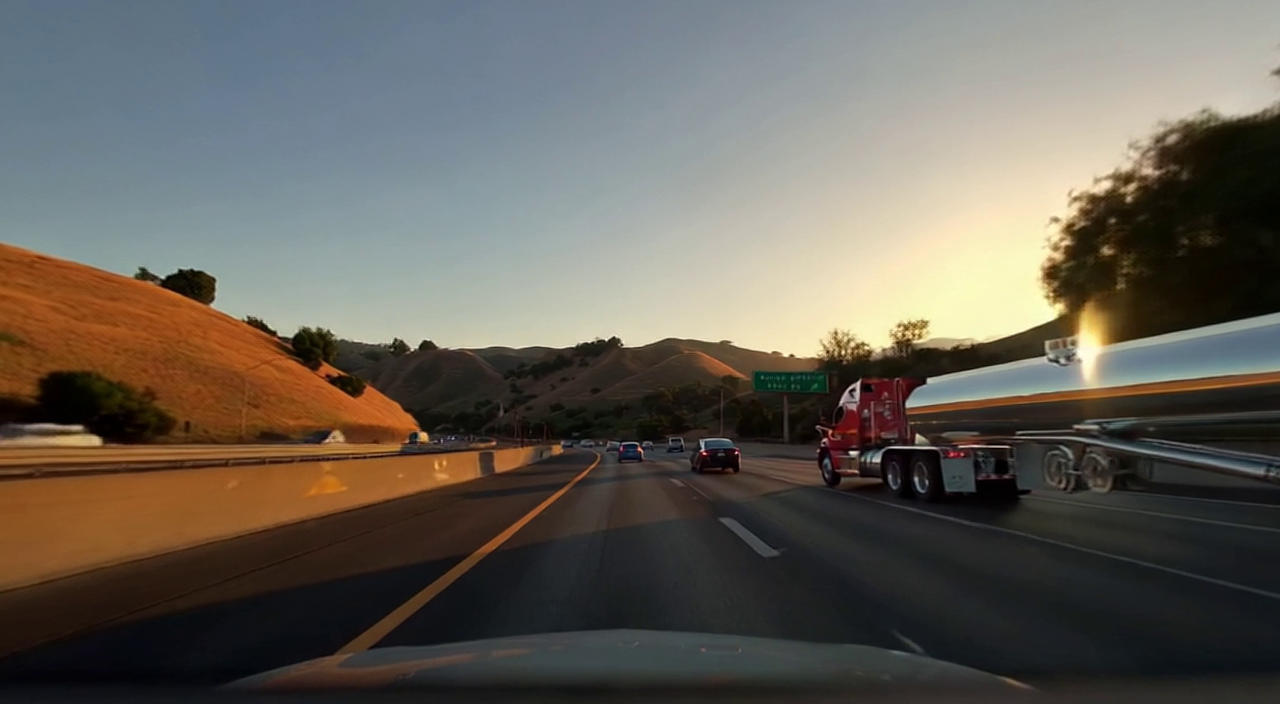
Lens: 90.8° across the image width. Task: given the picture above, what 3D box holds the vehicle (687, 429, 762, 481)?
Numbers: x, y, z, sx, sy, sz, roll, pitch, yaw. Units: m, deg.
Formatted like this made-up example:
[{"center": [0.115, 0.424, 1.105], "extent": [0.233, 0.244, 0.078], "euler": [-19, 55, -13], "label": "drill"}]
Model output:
[{"center": [3.139, 3.973, 24.533], "extent": [2.098, 1.794, 4.561], "euler": [0, -9, -2], "label": "vehicle"}]

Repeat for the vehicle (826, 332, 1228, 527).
[{"center": [7.316, 1.874, 14.503], "extent": [2.880, 2.975, 9.608], "euler": [0, -9, -2], "label": "vehicle"}]

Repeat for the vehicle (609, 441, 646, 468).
[{"center": [-0.767, 5.978, 37.114], "extent": [2.083, 1.477, 3.965], "euler": [0, -9, -2], "label": "vehicle"}]

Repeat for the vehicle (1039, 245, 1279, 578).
[{"center": [7.631, 0.369, 4.742], "extent": [2.805, 3.212, 9.978], "euler": [0, -9, 1], "label": "vehicle"}]
